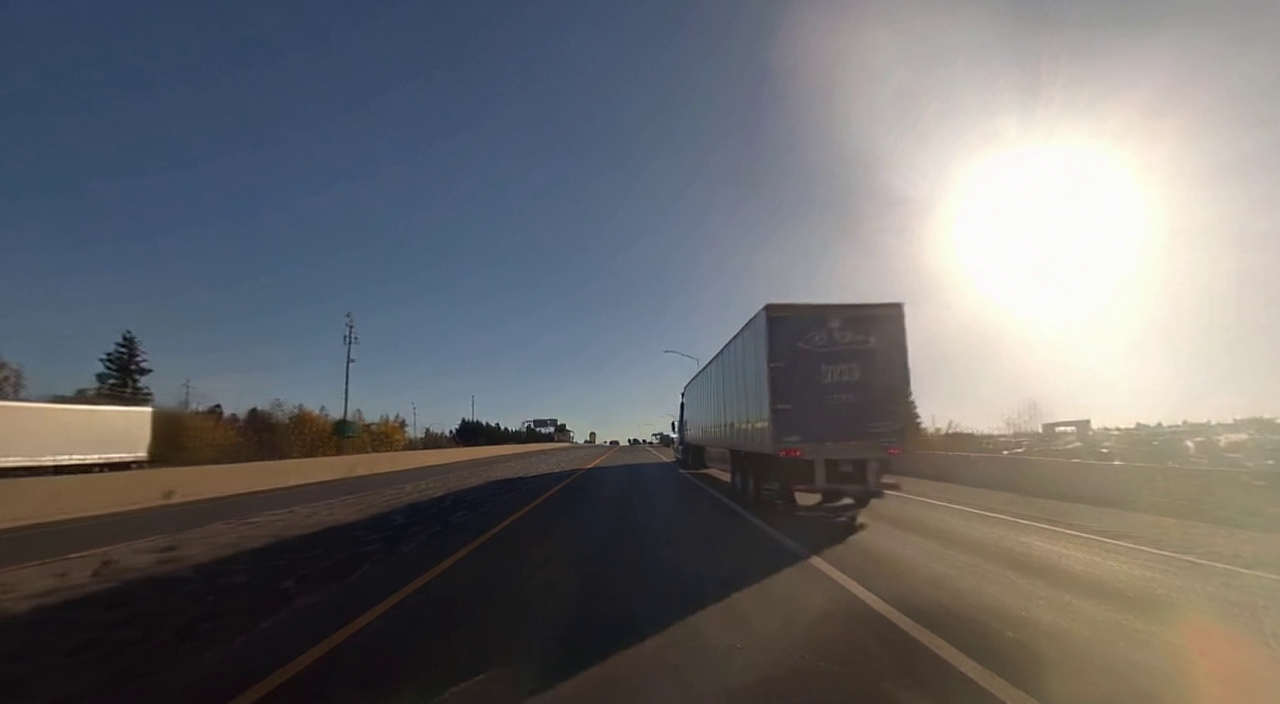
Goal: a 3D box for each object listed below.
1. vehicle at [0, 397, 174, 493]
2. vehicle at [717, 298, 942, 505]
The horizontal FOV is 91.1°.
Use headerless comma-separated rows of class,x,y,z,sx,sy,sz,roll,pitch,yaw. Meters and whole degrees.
vehicle,-29.203,4.291,29.165,2.918,4.122,14.289,-1,-8,6
vehicle,4.027,1.444,15.971,2.888,3.866,8.380,0,-8,-1
